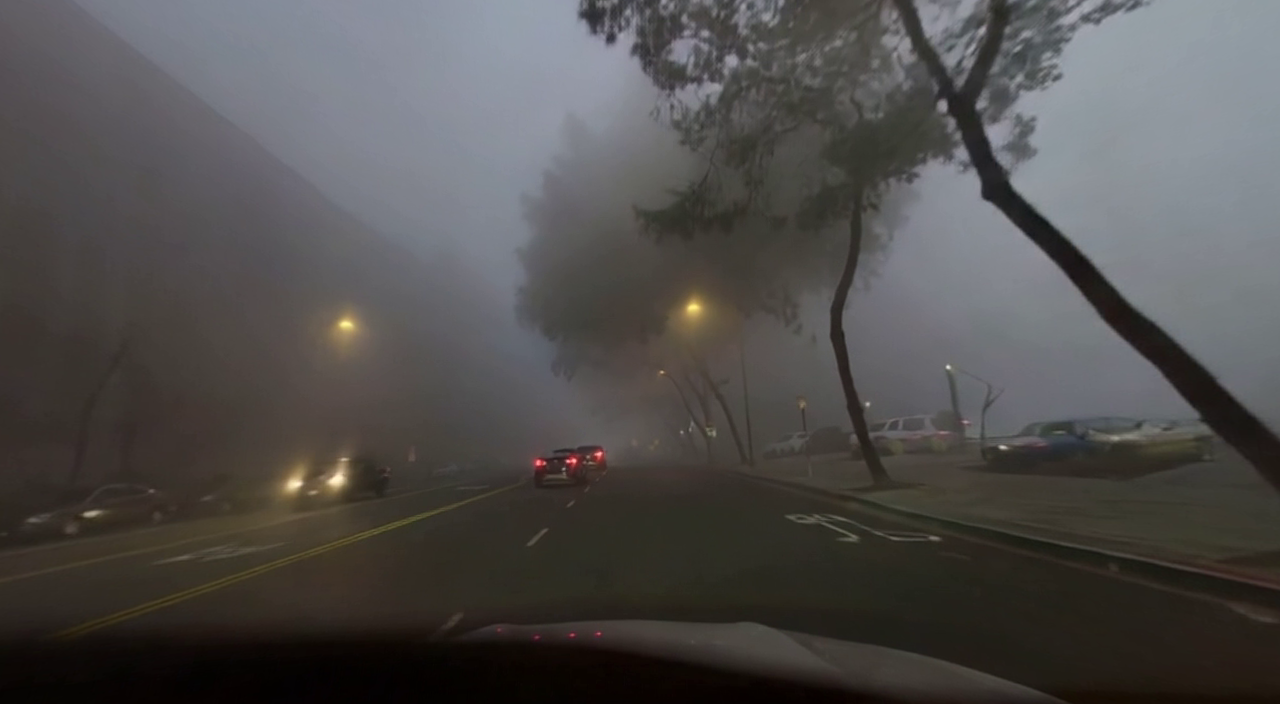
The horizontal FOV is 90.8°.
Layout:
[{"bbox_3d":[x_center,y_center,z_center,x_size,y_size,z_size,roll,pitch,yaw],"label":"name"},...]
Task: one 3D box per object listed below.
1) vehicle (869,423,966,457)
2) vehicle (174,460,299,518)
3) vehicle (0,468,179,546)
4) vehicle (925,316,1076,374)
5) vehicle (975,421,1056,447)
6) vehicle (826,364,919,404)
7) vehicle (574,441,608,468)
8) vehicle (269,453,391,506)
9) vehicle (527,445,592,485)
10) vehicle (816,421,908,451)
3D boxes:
[{"bbox_3d":[12.568,3.977,28.731,3.527,1.496,1.836,0,-7,-3],"label":"vehicle"},{"bbox_3d":[-16.112,5.439,25.591,2.079,1.847,4.592,-4,-9,0],"label":"vehicle"},{"bbox_3d":[-16.064,4.374,18.419,1.897,1.805,4.538,0,-8,-2],"label":"vehicle"},{"bbox_3d":[11.712,-0.199,20.723,3.827,1.556,1.730,-1,-10,0],"label":"vehicle"},{"bbox_3d":[25.558,5.589,43.057,4.439,1.688,2.101,1,-9,-14],"label":"vehicle"},{"bbox_3d":[11.584,1.622,31.681,3.826,1.601,1.807,-4,-8,-4],"label":"vehicle"},{"bbox_3d":[-3.553,7.574,46.936,2.190,1.840,4.720,0,-8,0],"label":"vehicle"},{"bbox_3d":[-10.174,4.175,21.151,1.884,1.518,4.380,0,-8,-1],"label":"vehicle"},{"bbox_3d":[-3.088,4.437,25.118,2.051,1.454,4.132,0,-8,0],"label":"vehicle"},{"bbox_3d":[12.872,4.935,36.897,4.619,1.626,2.121,-1,-9,3],"label":"vehicle"}]
